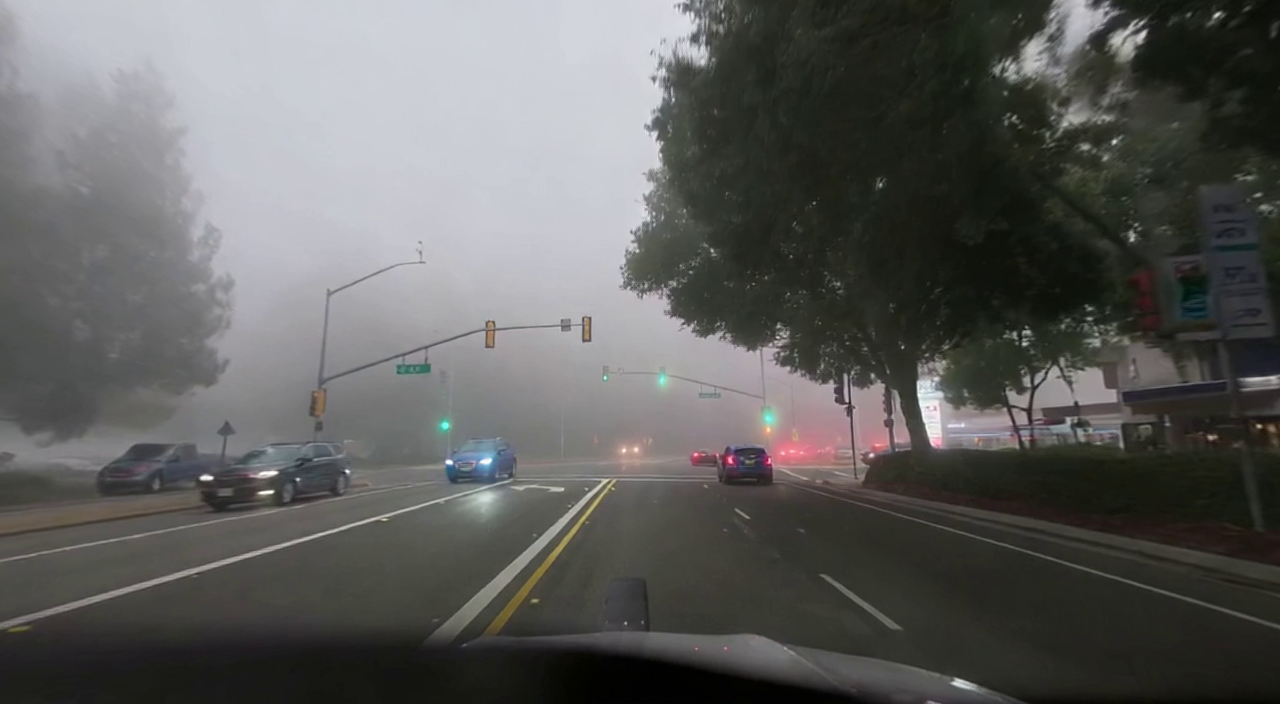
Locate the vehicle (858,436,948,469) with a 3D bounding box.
[{"bbox_3d":[16.740,6.422,40.359,4.713,1.969,2.201,0,-9,2],"label":"vehicle"}]

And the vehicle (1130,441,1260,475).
[{"bbox_3d":[28.605,5.466,32.616,4.639,1.655,2.118,0,-9,0],"label":"vehicle"}]

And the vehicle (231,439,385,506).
[{"bbox_3d":[-9.828,3.573,19.191,2.150,1.774,4.459,0,-9,1],"label":"vehicle"}]

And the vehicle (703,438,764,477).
[{"bbox_3d":[4.305,4.945,29.771,2.311,1.715,4.287,0,-9,1],"label":"vehicle"}]

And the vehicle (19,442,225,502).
[{"bbox_3d":[-16.230,3.749,19.987,4.612,1.689,2.098,0,-8,-2],"label":"vehicle"}]

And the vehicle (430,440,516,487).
[{"bbox_3d":[-5.886,3.971,22.696,2.052,1.543,3.719,0,-9,0],"label":"vehicle"}]
